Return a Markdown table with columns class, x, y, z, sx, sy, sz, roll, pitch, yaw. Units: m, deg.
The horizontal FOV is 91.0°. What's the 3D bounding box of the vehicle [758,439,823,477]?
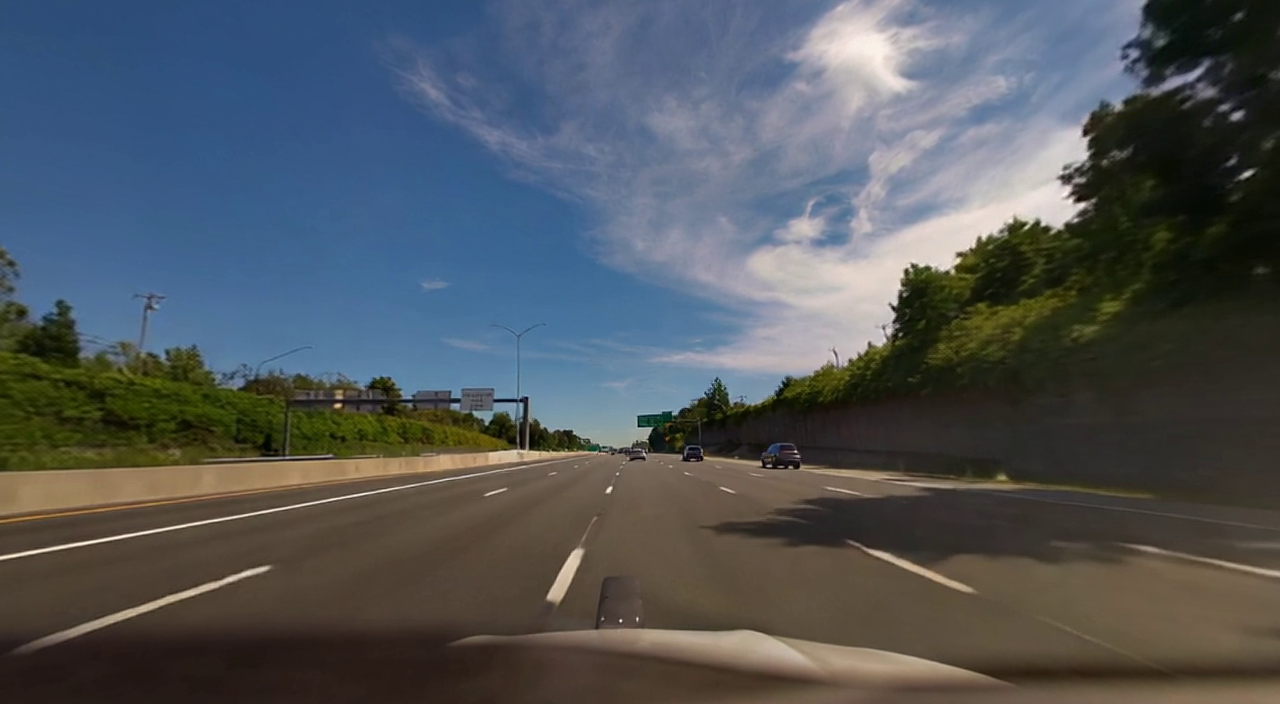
| class | x | y | z | sx | sy | sz | roll | pitch | yaw |
| --- | --- | --- | --- | --- | --- | --- | --- | --- | --- |
| vehicle | 7.684 | 5.451 | 32.564 | 2.167 | 1.781 | 4.340 | 0 | -9 | -1 |
